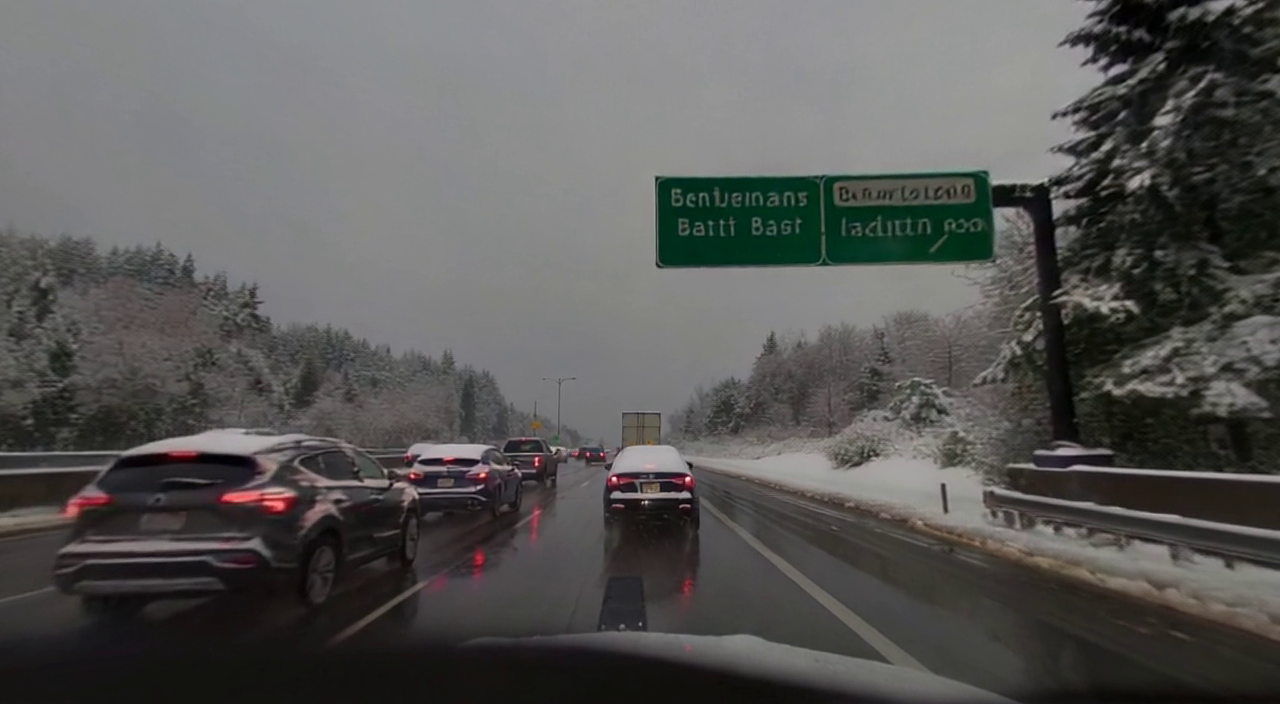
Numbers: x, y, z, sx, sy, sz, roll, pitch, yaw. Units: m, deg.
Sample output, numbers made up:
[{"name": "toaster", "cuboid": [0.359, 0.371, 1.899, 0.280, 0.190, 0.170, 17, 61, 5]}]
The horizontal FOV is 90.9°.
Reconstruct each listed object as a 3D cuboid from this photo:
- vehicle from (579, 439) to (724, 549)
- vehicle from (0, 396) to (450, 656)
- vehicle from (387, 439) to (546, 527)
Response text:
[{"name": "vehicle", "cuboid": [0.161, 2.229, 10.448, 1.995, 1.495, 3.380, 0, -9, 0]}, {"name": "vehicle", "cuboid": [-3.642, 1.443, 6.237, 2.165, 1.638, 4.317, 0, -9, 0]}, {"name": "vehicle", "cuboid": [-3.308, 2.602, 13.049, 1.980, 1.491, 4.340, 0, -9, 1]}]
